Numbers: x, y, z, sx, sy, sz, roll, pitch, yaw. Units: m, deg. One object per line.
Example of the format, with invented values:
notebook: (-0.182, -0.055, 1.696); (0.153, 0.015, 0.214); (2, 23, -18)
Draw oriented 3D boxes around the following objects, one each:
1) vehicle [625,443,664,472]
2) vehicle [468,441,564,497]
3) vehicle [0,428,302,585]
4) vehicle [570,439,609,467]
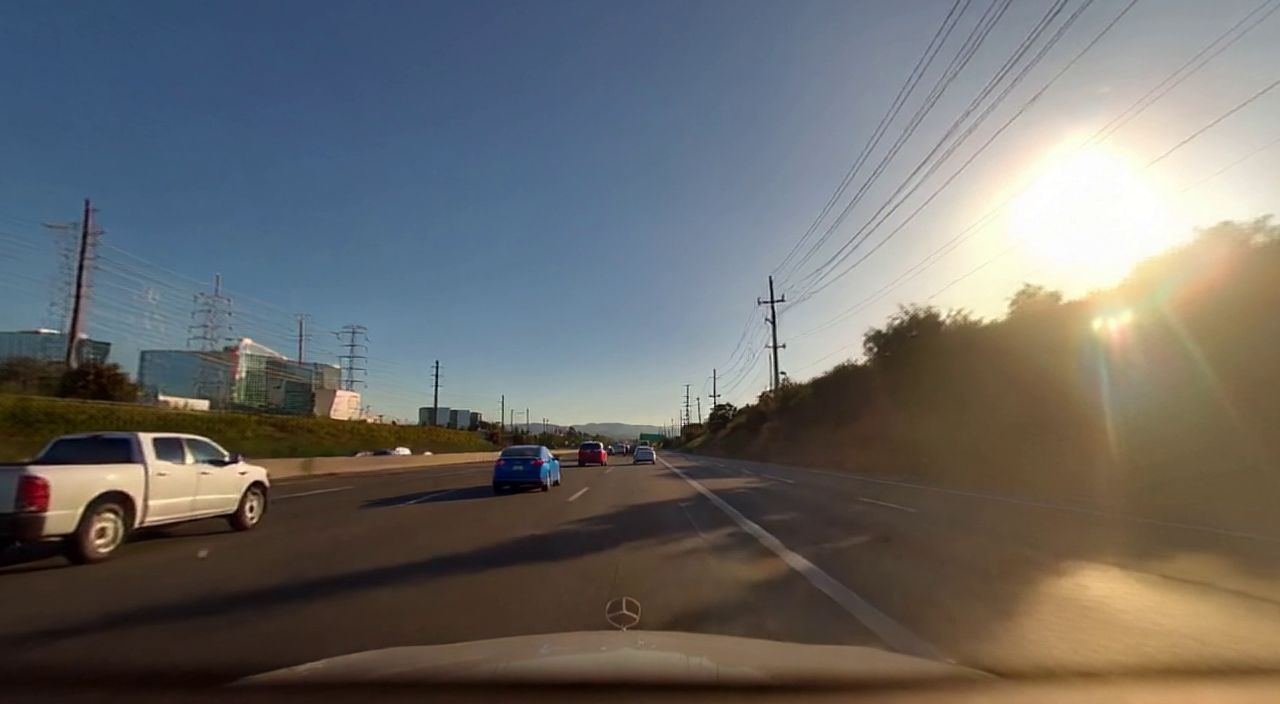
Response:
vehicle: (0.266, 5.841, 35.232); (2.030, 1.471, 4.115); (0, -9, 0)
vehicle: (-3.519, 3.395, 18.773); (1.938, 1.444, 4.206); (0, -9, 1)
vehicle: (-6.872, 1.853, 8.537); (1.959, 1.496, 4.740); (0, -9, 0)
vehicle: (-3.337, 6.833, 42.983); (2.244, 1.752, 4.439); (0, -9, 1)
